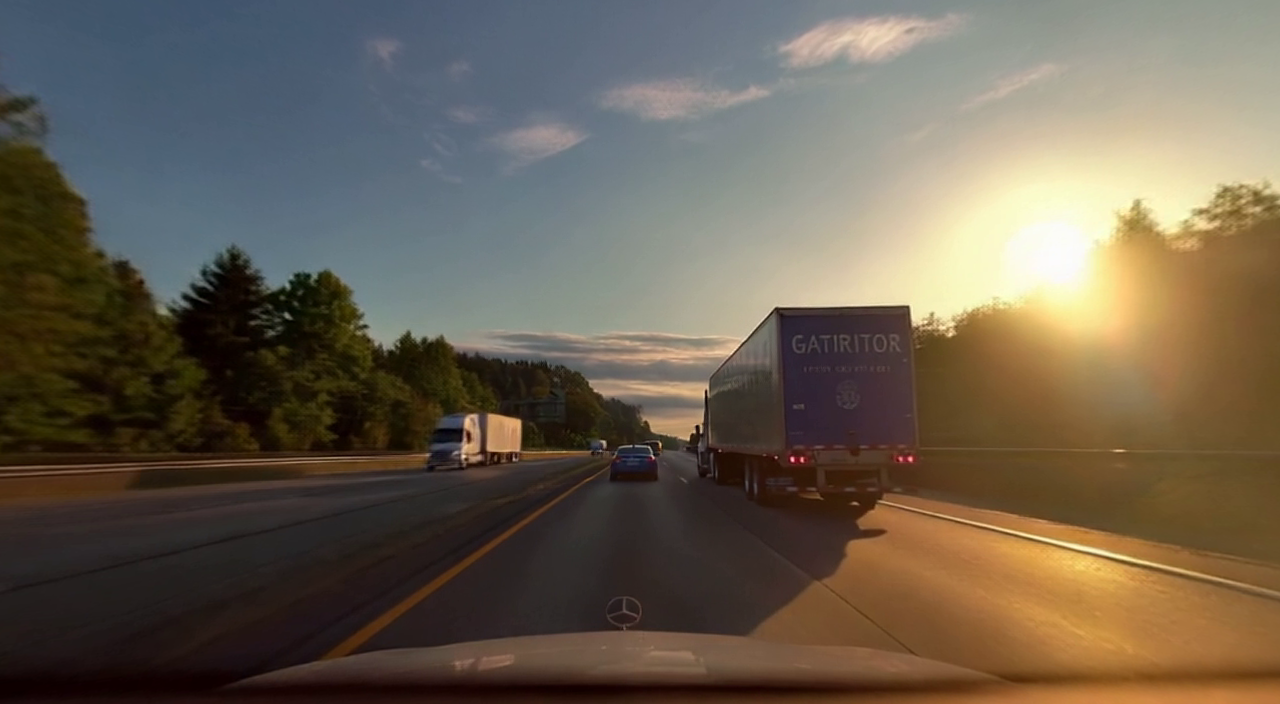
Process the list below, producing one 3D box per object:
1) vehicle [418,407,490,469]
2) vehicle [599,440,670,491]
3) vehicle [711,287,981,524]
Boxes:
[{"bbox_3d":[-12.610,5.977,43.396,3.028,3.921,5.723,0,-9,1],"label":"vehicle"},{"bbox_3d":[-0.154,3.609,20.276,2.074,1.475,3.960,0,-9,0],"label":"vehicle"},{"bbox_3d":[4.288,1.999,18.001,2.909,4.074,14.457,0,-9,0],"label":"vehicle"}]
